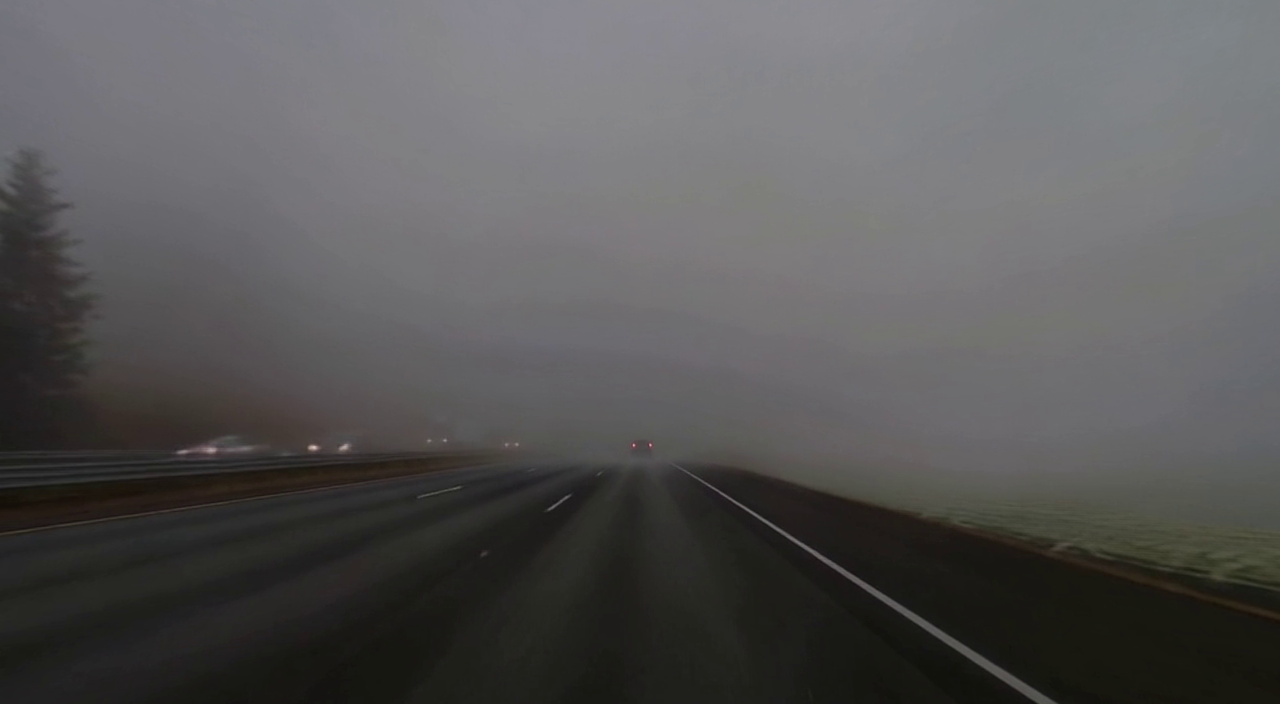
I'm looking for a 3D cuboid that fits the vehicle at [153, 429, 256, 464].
[{"bbox_3d":[-20.128,4.380,29.285,1.830,1.506,4.089,0,-8,0],"label":"vehicle"}]

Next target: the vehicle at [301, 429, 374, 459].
[{"bbox_3d":[-16.430,5.010,34.417,1.882,1.524,4.193,0,-8,1],"label":"vehicle"}]
